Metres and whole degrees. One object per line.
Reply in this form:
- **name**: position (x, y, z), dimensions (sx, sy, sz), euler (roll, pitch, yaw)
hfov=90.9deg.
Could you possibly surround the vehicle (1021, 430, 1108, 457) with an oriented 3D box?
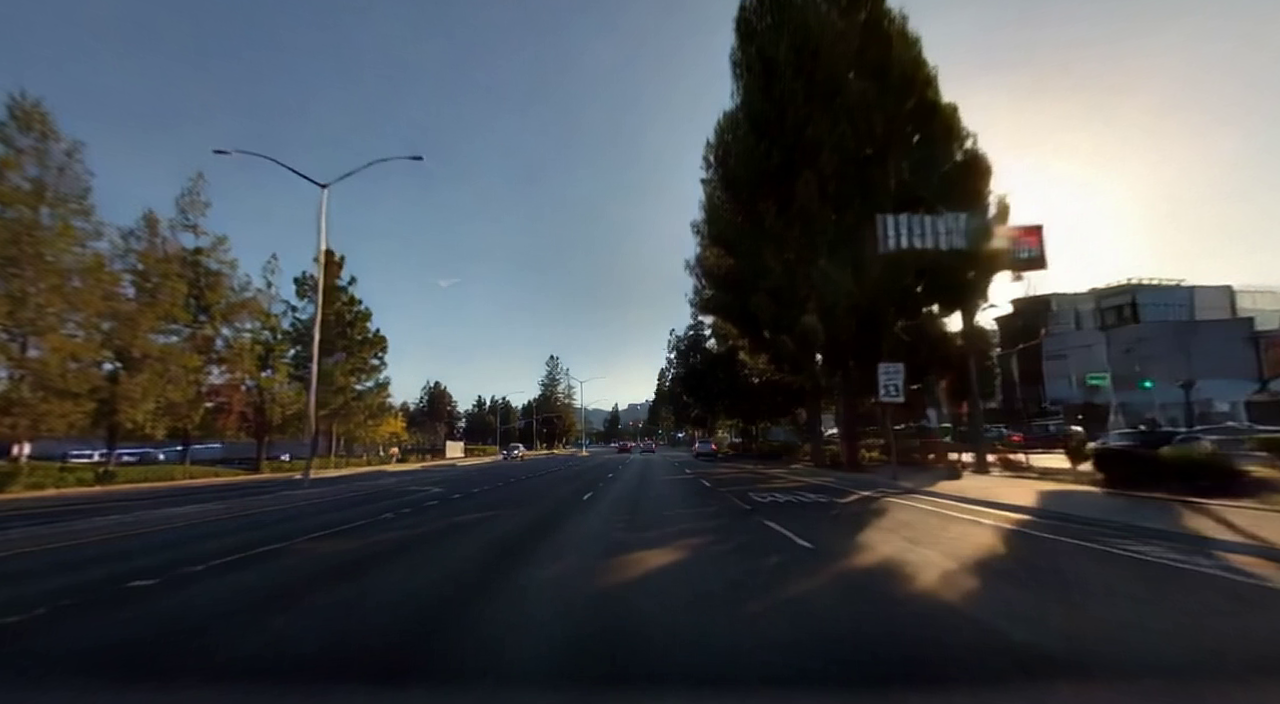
- **vehicle**: position (30.467, 6.610, 45.340), dimensions (2.038, 1.770, 4.755), euler (7, -12, -42)

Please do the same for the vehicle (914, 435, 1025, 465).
- **vehicle**: position (17.100, 5.135, 32.873), dimensions (4.685, 1.478, 1.849), euler (-1, -9, 2)

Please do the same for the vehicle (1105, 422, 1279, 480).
- **vehicle**: position (17.619, 3.075, 19.661), dimensions (4.386, 1.701, 2.121), euler (-1, -8, 4)

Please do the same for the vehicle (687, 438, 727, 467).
- **vehicle**: position (4.202, 6.387, 40.203), dimensions (2.007, 1.683, 4.171), euler (0, -8, -1)
